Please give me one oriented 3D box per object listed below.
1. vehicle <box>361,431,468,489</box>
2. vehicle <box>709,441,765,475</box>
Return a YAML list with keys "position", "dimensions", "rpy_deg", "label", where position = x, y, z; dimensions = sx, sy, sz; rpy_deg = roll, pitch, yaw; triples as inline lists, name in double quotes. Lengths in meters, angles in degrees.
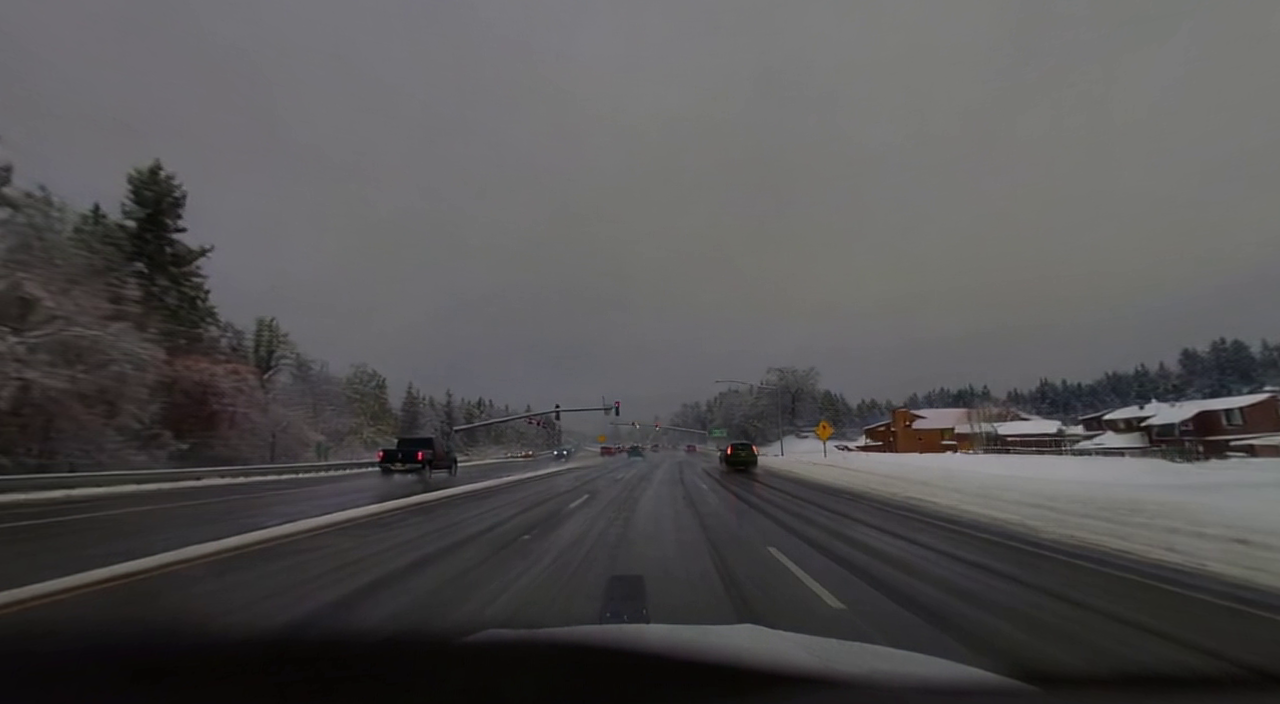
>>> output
- position: [-7.989, 3.866, 22.934]
  dimensions: [2.122, 1.847, 4.696]
  rpy_deg: [0, -8, 0]
  label: "vehicle"
- position: [4.531, 5.032, 30.120]
  dimensions: [2.100, 1.472, 4.533]
  rpy_deg: [0, -8, 2]
  label: "vehicle"
